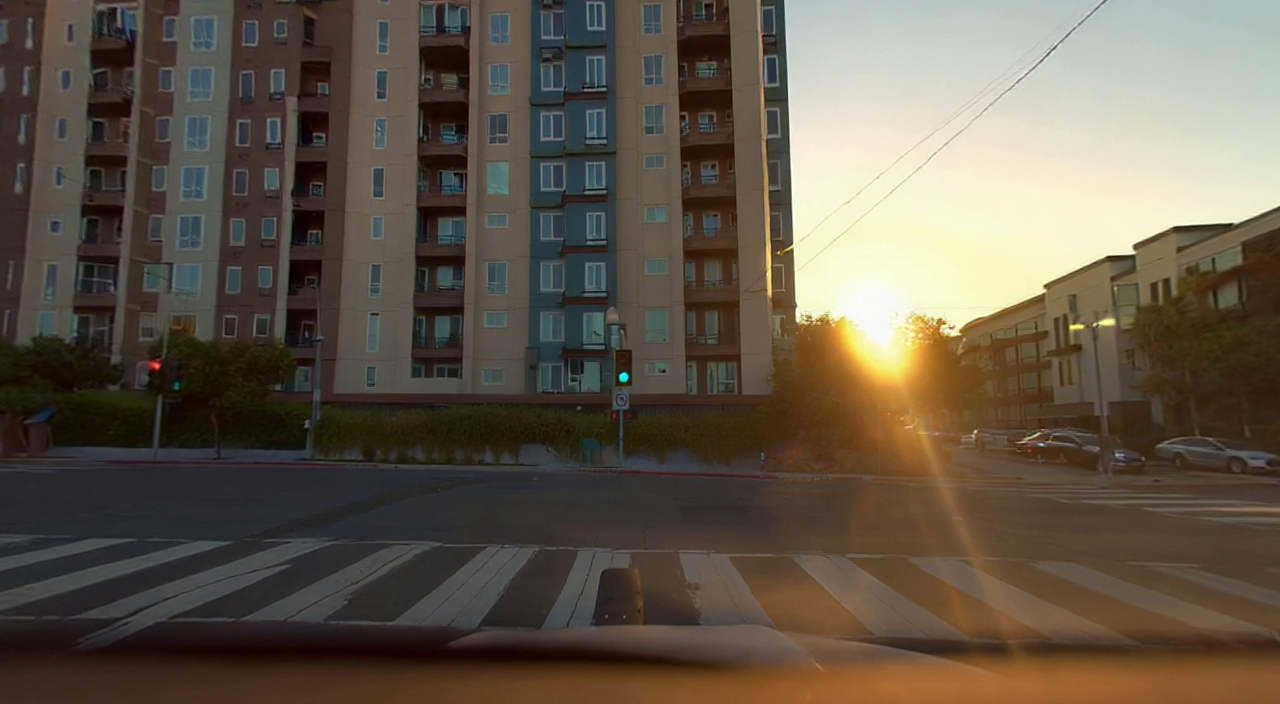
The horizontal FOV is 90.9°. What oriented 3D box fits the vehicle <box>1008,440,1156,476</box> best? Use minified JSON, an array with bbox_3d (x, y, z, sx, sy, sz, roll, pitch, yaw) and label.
[{"bbox_3d":[18.592,4.466,26.681,4.823,1.458,1.914,0,-9,-1],"label":"vehicle"}]
